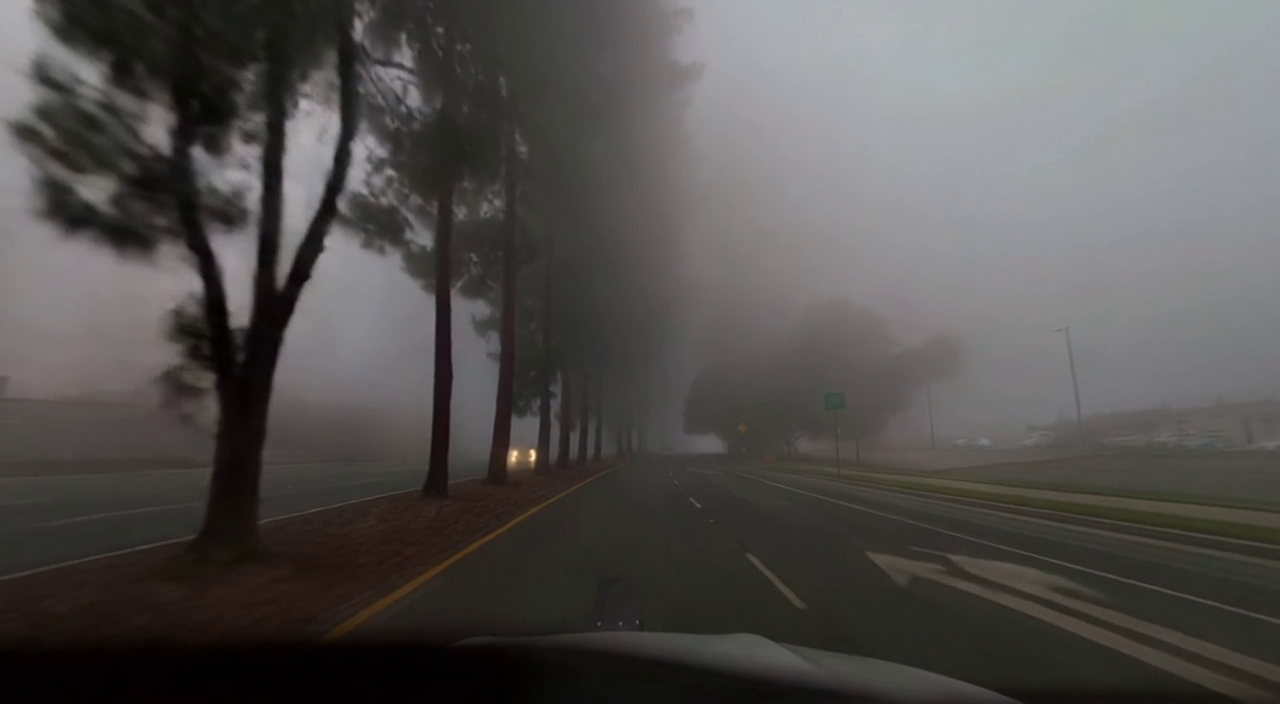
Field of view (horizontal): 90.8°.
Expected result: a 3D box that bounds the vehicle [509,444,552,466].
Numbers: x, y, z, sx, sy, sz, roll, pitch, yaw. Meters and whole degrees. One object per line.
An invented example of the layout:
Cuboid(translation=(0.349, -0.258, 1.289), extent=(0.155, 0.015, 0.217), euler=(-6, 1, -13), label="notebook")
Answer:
Cuboid(translation=(-8.478, 8.007, 49.294), extent=(2.181, 1.635, 4.542), euler=(-1, -8, 5), label="vehicle")
